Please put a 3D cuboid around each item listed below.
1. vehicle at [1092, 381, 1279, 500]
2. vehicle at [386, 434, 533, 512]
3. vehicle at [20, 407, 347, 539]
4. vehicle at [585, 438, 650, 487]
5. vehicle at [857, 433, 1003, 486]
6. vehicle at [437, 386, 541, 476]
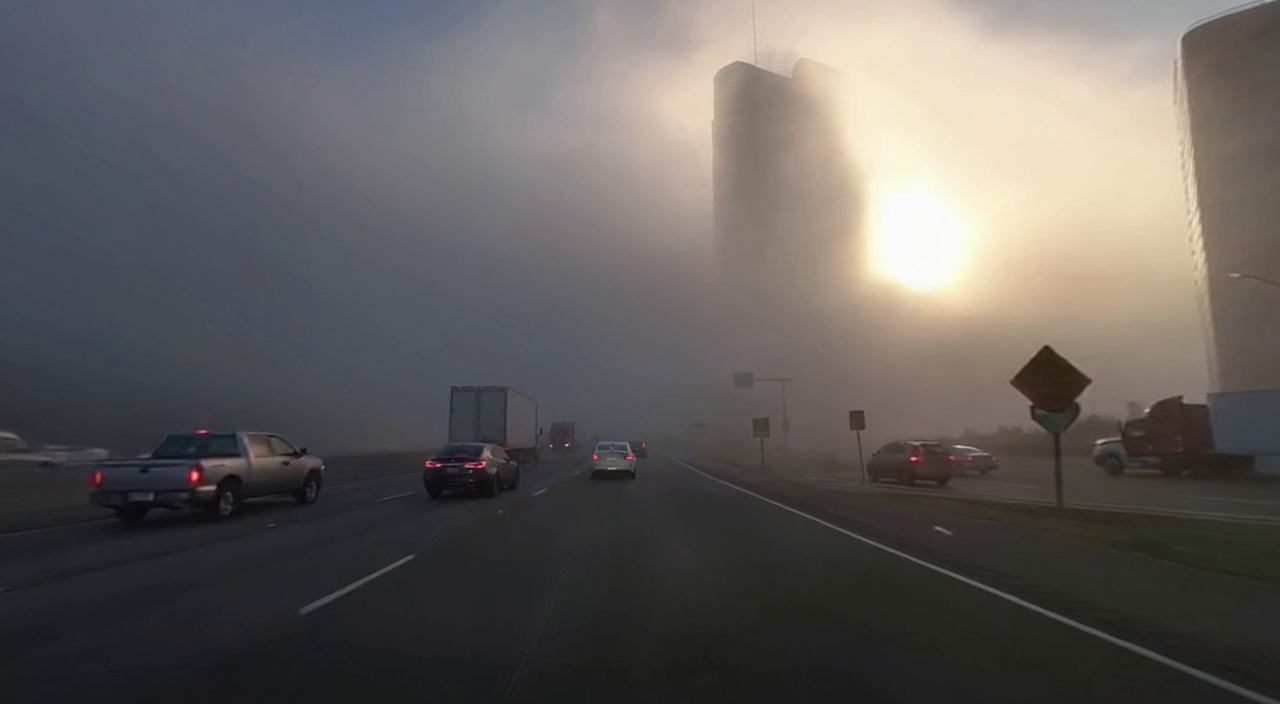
[{"bbox_3d":[21.925,3.061,21.725,3.015,3.855,9.519,7,-11,-39],"label":"vehicle"},{"bbox_3d":[-3.900,2.692,14.479,2.016,1.497,4.235,0,-9,2],"label":"vehicle"},{"bbox_3d":[-7.536,2.050,11.275,2.190,1.821,4.800,0,-9,0],"label":"vehicle"},{"bbox_3d":[-0.675,3.654,21.125,1.991,1.488,3.922,0,-9,0],"label":"vehicle"},{"bbox_3d":[11.983,4.471,26.612,2.415,1.972,5.572,3,-9,-18],"label":"vehicle"},{"bbox_3d":[-6.319,3.581,27.801,2.955,3.359,8.322,1,-9,-3],"label":"vehicle"}]
